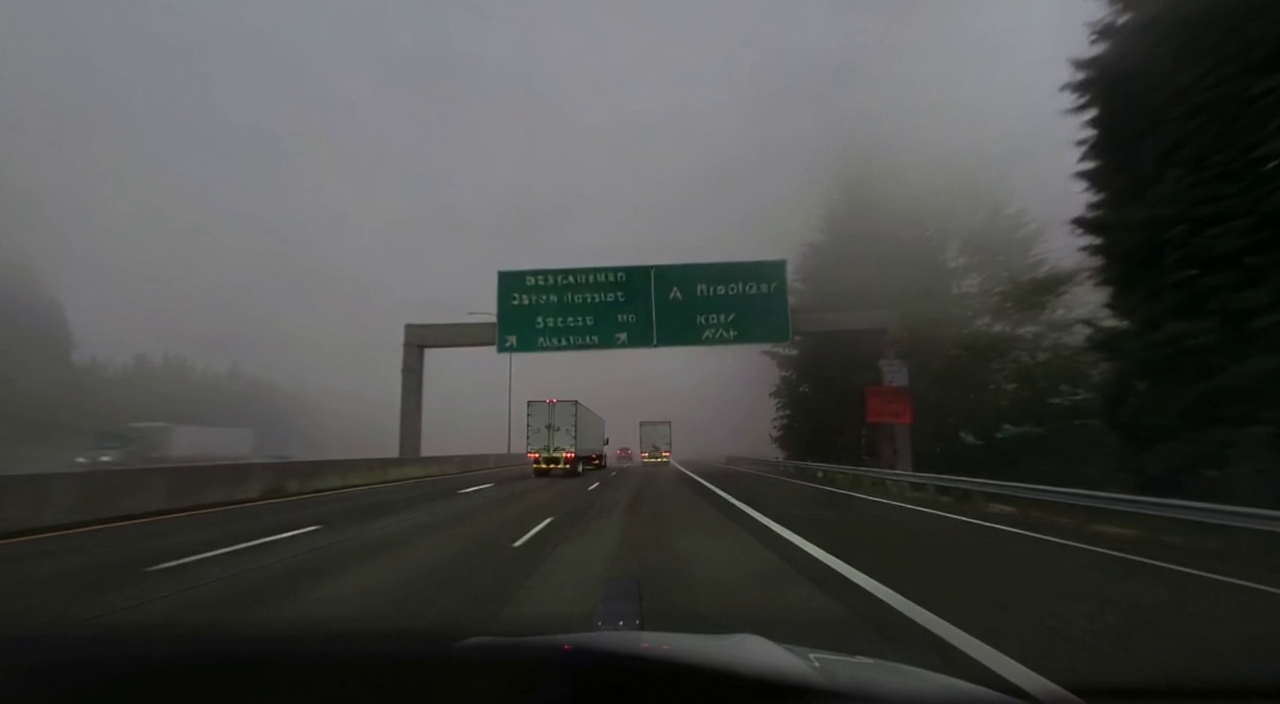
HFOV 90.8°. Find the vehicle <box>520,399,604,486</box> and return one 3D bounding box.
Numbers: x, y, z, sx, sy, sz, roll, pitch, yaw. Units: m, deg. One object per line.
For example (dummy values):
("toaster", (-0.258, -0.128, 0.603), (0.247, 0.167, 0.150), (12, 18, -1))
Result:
("vehicle", (-3.164, 3.960, 27.473), (2.696, 3.266, 7.062), (0, -9, 0))
